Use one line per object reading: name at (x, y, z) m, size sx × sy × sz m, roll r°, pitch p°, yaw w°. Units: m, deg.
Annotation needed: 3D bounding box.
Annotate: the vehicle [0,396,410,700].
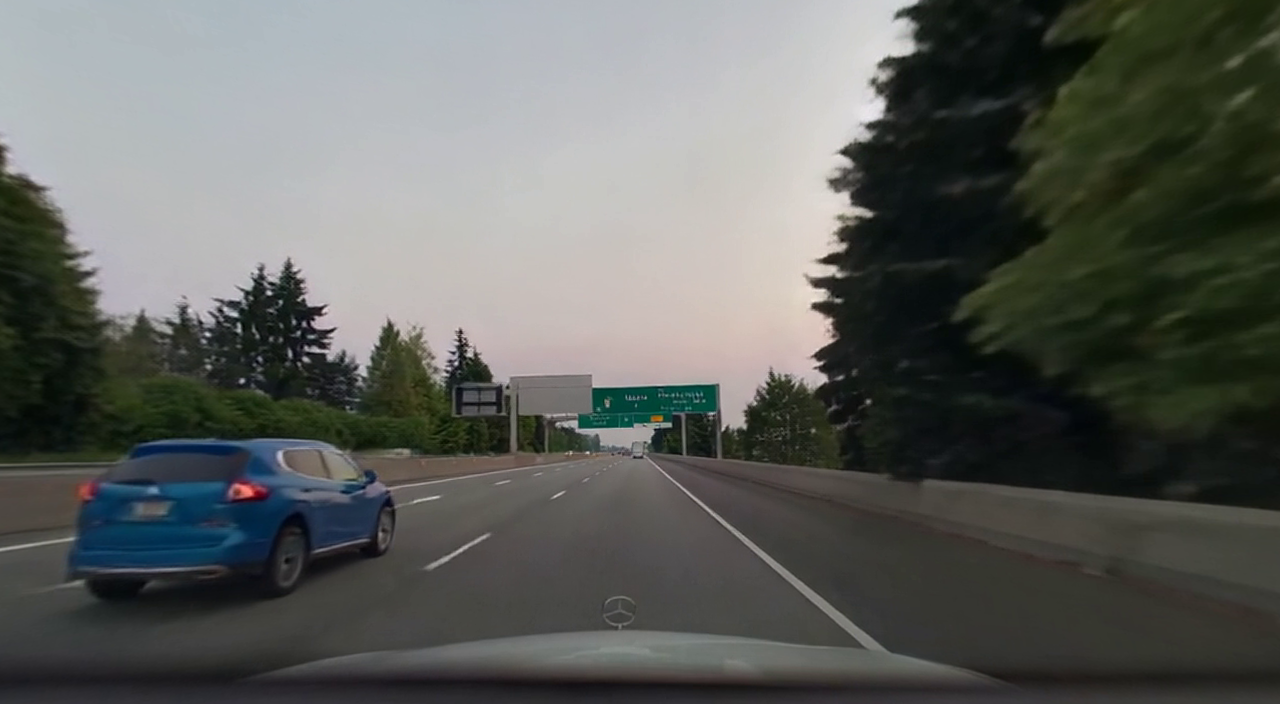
vehicle at (-3.926, 1.399, 5.613) m, size 2.104 × 1.626 × 4.283 m, roll 0°, pitch -9°, yaw 0°
